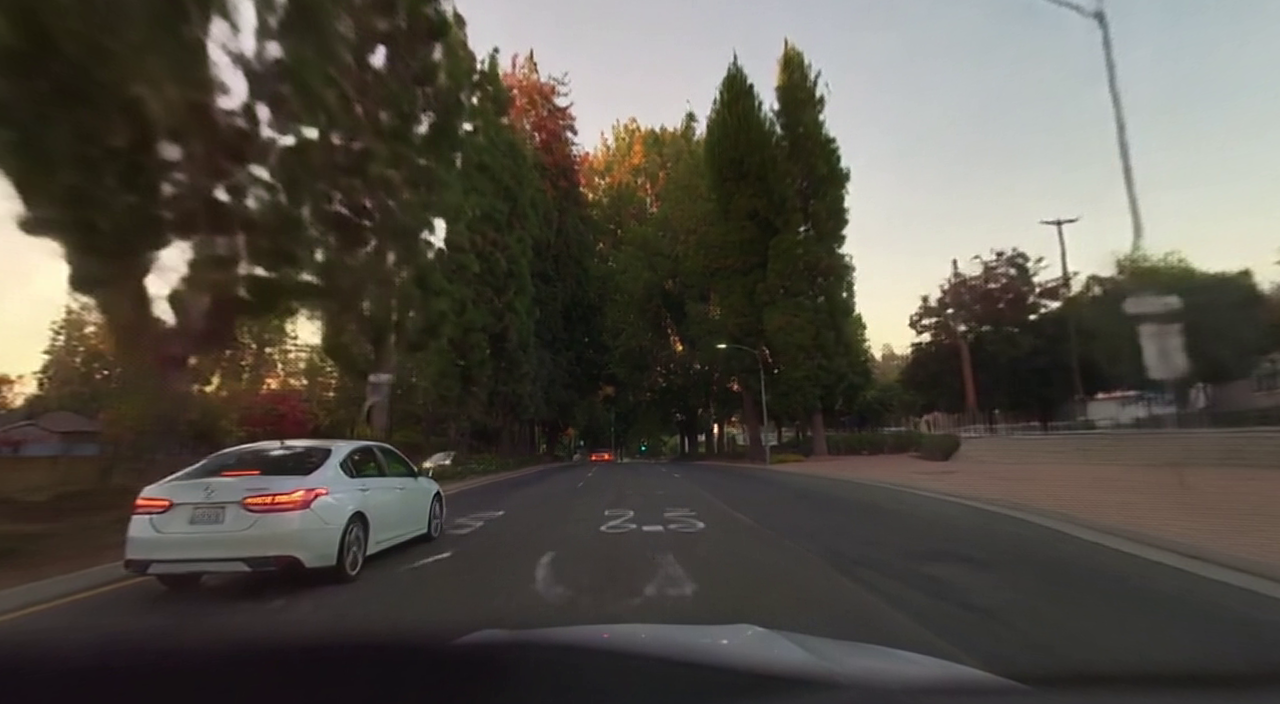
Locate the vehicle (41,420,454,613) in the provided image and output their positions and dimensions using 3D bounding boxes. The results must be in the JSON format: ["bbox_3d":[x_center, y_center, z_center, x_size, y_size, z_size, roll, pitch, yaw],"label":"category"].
[{"bbox_3d":[-3.806,1.641,7.280,1.915,1.521,4.283,0,-9,1],"label":"vehicle"}]
